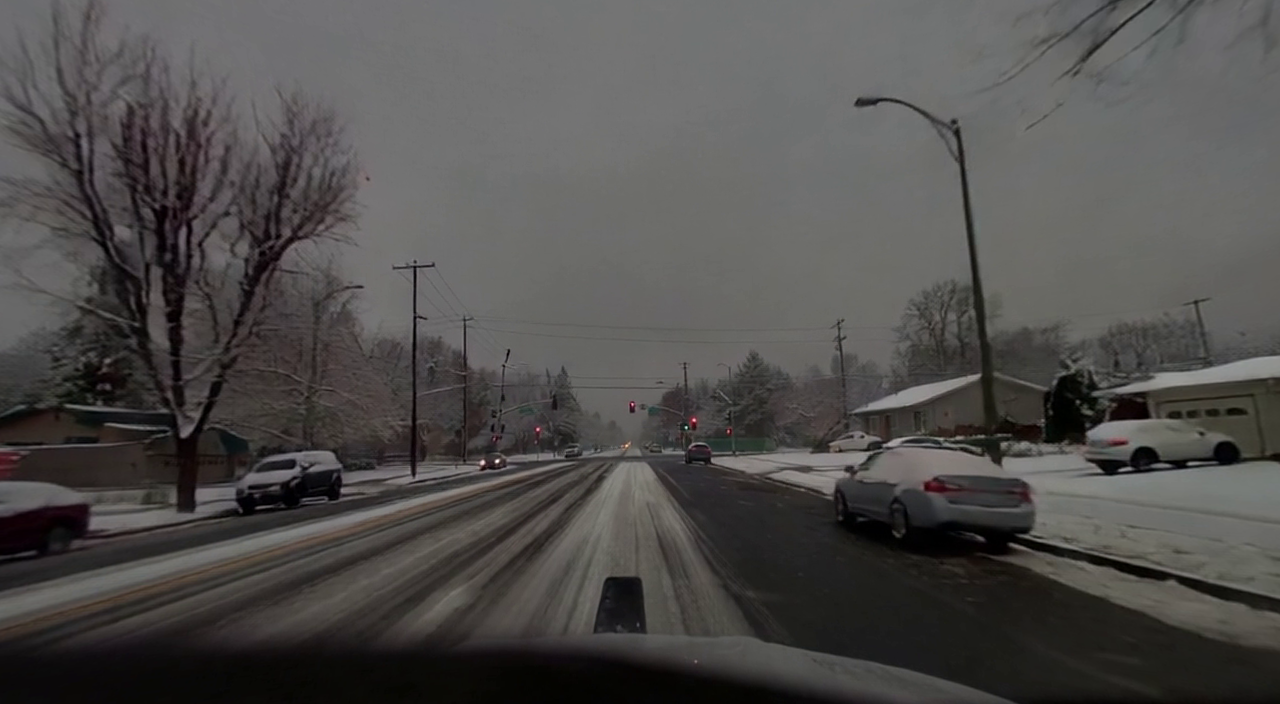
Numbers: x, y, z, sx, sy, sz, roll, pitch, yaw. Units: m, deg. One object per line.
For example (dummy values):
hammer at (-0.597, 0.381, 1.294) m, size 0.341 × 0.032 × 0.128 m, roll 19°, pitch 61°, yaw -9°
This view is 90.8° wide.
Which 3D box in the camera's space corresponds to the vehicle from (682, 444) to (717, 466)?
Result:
vehicle at (4.283, 7.503, 46.309) m, size 1.963 × 1.477 × 4.804 m, roll 0°, pitch -9°, yaw -1°

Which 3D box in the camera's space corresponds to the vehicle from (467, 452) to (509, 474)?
vehicle at (-11.774, 8.608, 49.221) m, size 2.029 × 1.550 × 4.562 m, roll -1°, pitch -8°, yaw 1°

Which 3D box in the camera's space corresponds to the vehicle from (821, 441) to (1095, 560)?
vehicle at (4.536, 2.150, 9.952) m, size 2.063 × 1.444 × 4.217 m, roll 0°, pitch -8°, yaw -1°

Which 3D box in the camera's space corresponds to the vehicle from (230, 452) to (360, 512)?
vehicle at (-11.416, 4.271, 21.325) m, size 1.977 × 1.753 × 4.278 m, roll 0°, pitch -8°, yaw 0°

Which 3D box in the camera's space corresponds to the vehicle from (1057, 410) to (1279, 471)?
vehicle at (14.491, 2.440, 17.347) m, size 4.660 × 1.546 × 1.916 m, roll 0°, pitch -8°, yaw 0°

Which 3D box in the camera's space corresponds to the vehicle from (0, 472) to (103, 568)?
vehicle at (-11.350, 2.751, 10.079) m, size 1.867 × 1.471 × 4.139 m, roll 0°, pitch -9°, yaw 1°
